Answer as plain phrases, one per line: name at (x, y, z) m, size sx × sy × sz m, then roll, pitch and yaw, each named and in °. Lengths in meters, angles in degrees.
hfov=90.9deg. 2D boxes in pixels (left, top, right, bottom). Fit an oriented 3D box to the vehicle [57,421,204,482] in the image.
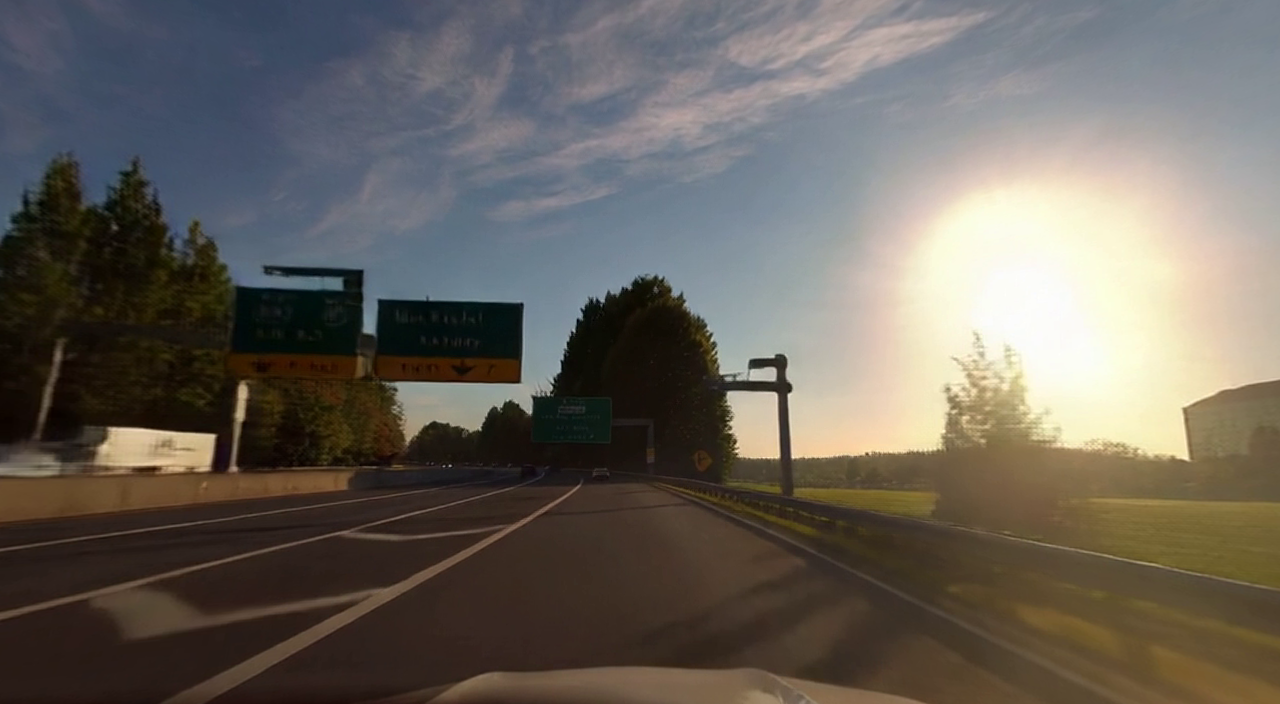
vehicle at (-28.465, 5.763, 35.774) m, size 2.477 × 3.059 × 7.343 m, roll 1°, pitch -11°, yaw -4°
